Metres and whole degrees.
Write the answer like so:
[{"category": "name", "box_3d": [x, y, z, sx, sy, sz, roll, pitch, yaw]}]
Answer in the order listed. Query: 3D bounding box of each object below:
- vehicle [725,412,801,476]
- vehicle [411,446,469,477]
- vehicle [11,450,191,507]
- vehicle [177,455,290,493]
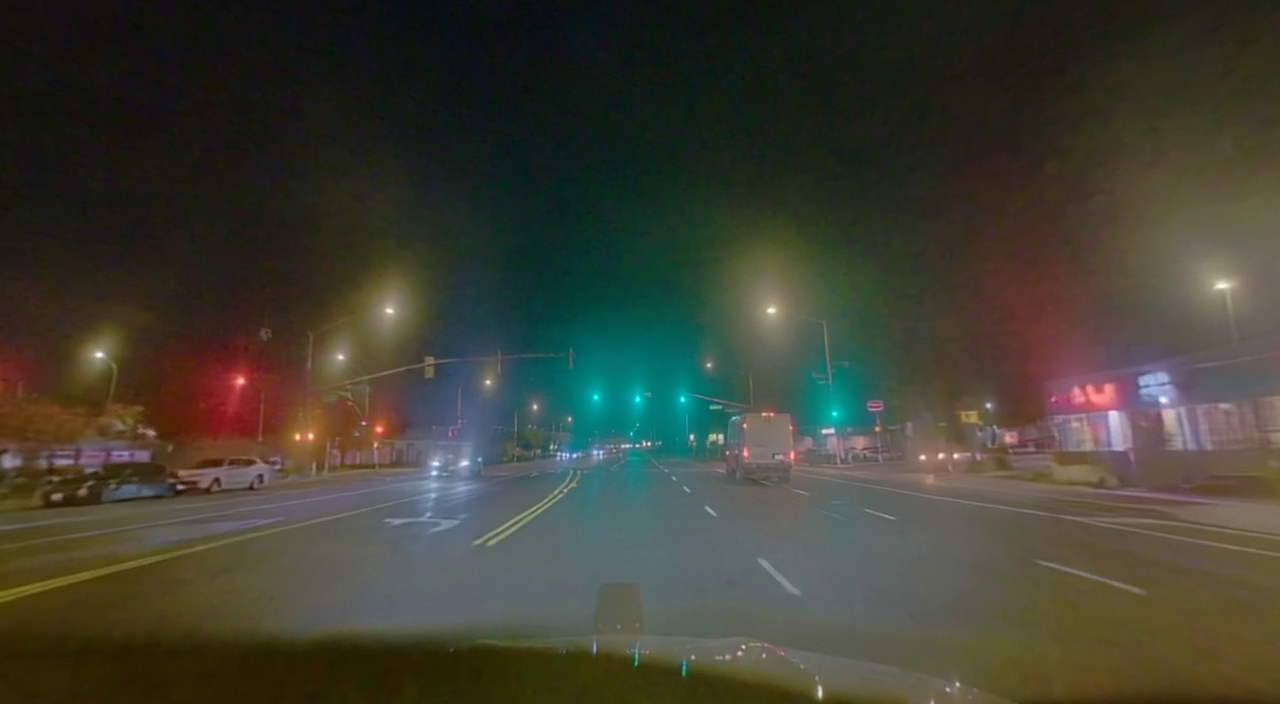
[{"category": "vehicle", "box_3d": [6.732, 5.206, 35.689, 2.802, 3.208, 7.459, 0, -9, 0]}, {"category": "vehicle", "box_3d": [-11.790, 6.473, 37.447, 2.098, 1.704, 4.313, 0, -9, -1]}, {"category": "vehicle", "box_3d": [-18.334, 4.266, 21.796, 2.097, 1.733, 4.527, 0, -9, 2]}, {"category": "vehicle", "box_3d": [-18.233, 5.445, 28.574, 1.901, 1.513, 4.795, 0, -9, 1]}]
